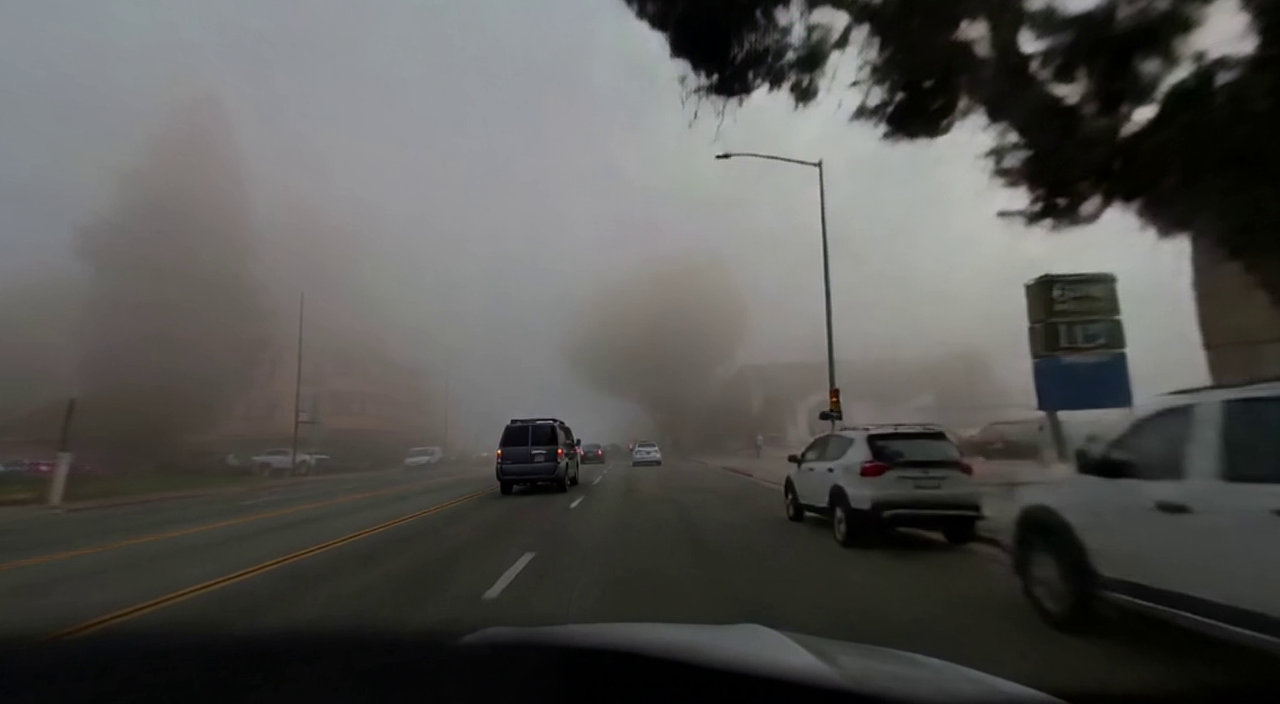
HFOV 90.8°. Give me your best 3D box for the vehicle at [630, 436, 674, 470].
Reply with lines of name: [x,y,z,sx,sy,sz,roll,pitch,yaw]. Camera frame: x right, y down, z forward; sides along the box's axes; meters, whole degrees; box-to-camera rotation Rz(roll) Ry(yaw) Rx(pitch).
vehicle: [0.580,5.254,33.020,2.126,1.657,4.132,0,-8,0]

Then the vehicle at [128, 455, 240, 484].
vehicle: [-26.479,6.796,36.779,4.926,1.571,1.941,0,-8,-1]

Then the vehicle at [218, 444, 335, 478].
vehicle: [-24.035,7.199,41.948,6.055,2.148,2.690,0,-8,-1]

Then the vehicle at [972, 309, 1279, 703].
vehicle: [3.718,0.744,2.531,2.090,1.861,4.805,0,-8,-1]

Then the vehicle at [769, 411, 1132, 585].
vehicle: [3.513,1.770,8.705,2.049,1.631,5.292,0,-8,-4]

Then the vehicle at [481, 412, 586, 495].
vehicle: [-2.946,2.993,18.851,2.213,2.123,5.124,0,-8,0]
